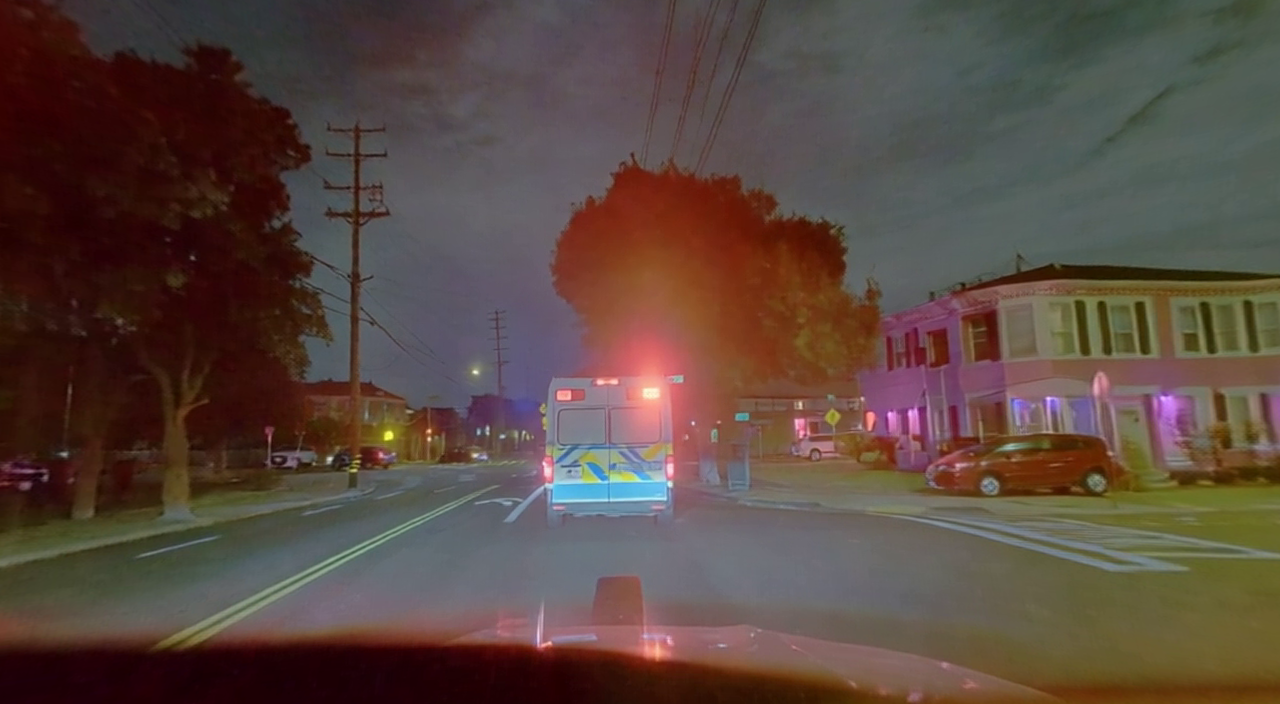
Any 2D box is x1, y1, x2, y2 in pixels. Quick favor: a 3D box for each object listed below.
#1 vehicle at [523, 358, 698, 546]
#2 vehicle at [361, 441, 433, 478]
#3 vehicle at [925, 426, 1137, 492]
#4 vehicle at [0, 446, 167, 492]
[{"bbox_3d":[-0.411,1.804,11.753,2.444,2.640,5.482,0,-8,0],"label":"vehicle"},{"bbox_3d":[-13.037,5.667,33.732,2.290,1.776,4.947,6,-10,-36],"label":"vehicle"},{"bbox_3d":[12.520,3.491,20.700,5.270,1.966,2.329,-2,-8,10],"label":"vehicle"},{"bbox_3d":[-19.437,4.004,21.904,4.412,1.468,1.914,0,-8,-3],"label":"vehicle"}]
